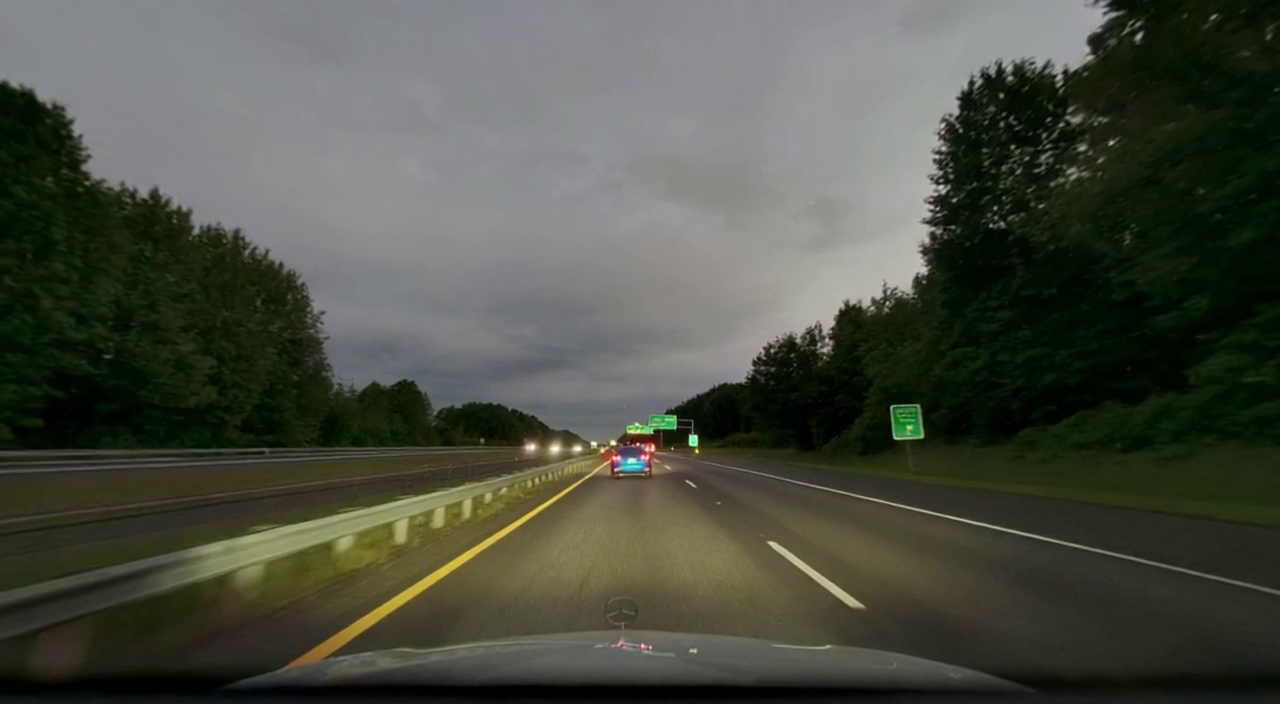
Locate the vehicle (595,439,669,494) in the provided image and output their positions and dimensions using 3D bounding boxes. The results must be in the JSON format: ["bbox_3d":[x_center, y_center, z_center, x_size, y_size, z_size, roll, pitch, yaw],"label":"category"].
[{"bbox_3d":[-0.228,3.526,19.762,2.069,1.523,4.012,0,-9,0],"label":"vehicle"}]
